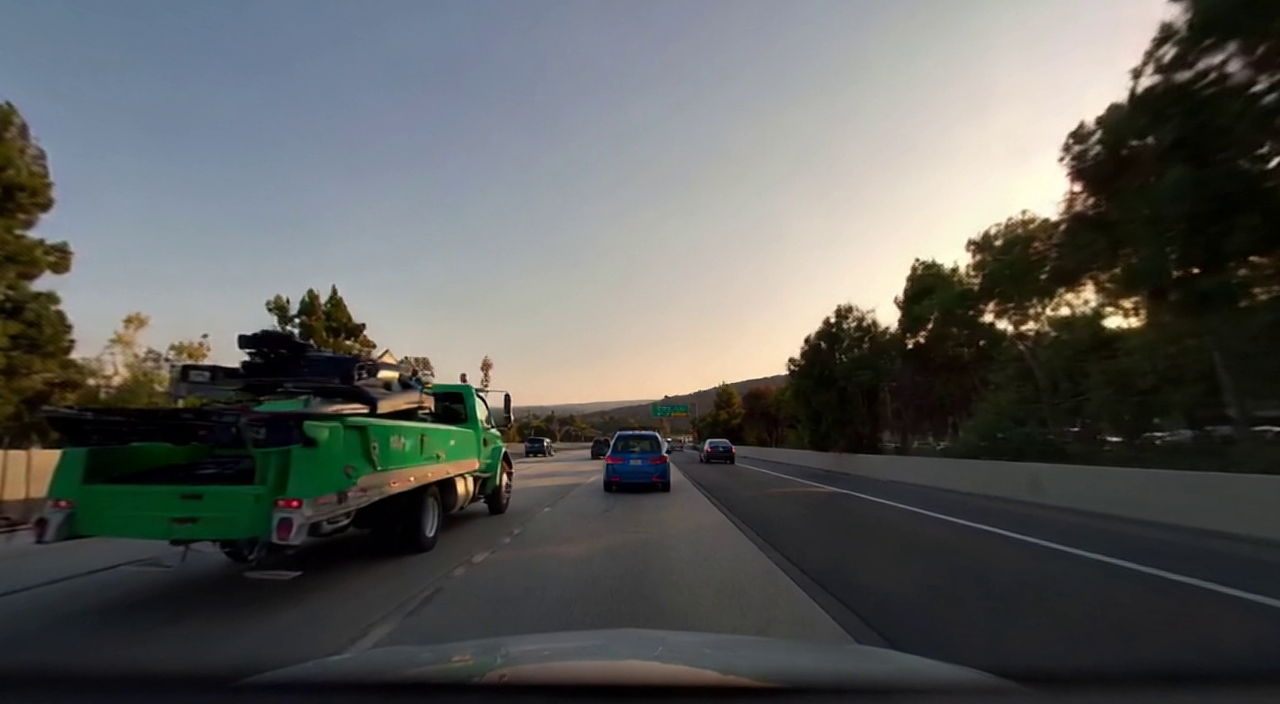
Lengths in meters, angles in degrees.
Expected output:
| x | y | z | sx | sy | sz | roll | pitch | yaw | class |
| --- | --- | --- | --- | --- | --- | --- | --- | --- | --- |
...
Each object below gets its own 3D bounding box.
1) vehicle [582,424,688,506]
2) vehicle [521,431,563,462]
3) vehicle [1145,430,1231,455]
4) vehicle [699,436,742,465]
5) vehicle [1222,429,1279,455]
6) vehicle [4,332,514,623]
| x | y | z | sx | sy | sz | roll | pitch | yaw | class |
| --- | --- | --- | --- | --- | --- | --- | --- | --- | --- |
| -0.064 | 2.645 | 15.169 | 2.165 | 1.653 | 4.456 | 0 | -8 | 1 | vehicle |
| -6.587 | 6.399 | 42.648 | 2.036 | 1.958 | 4.378 | 0 | -8 | 1 | vehicle |
| 37.083 | 6.105 | 42.527 | 4.040 | 1.490 | 1.843 | -2 | -8 | 0 | vehicle |
| 4.829 | 5.972 | 38.316 | 2.079 | 1.656 | 4.506 | 0 | -8 | 0 | vehicle |
| 37.443 | 5.359 | 37.263 | 3.931 | 1.459 | 1.792 | 0 | -8 | -1 | vehicle |
| -3.362 | 1.312 | 7.486 | 2.526 | 2.146 | 5.594 | 0 | -8 | 0 | vehicle |
